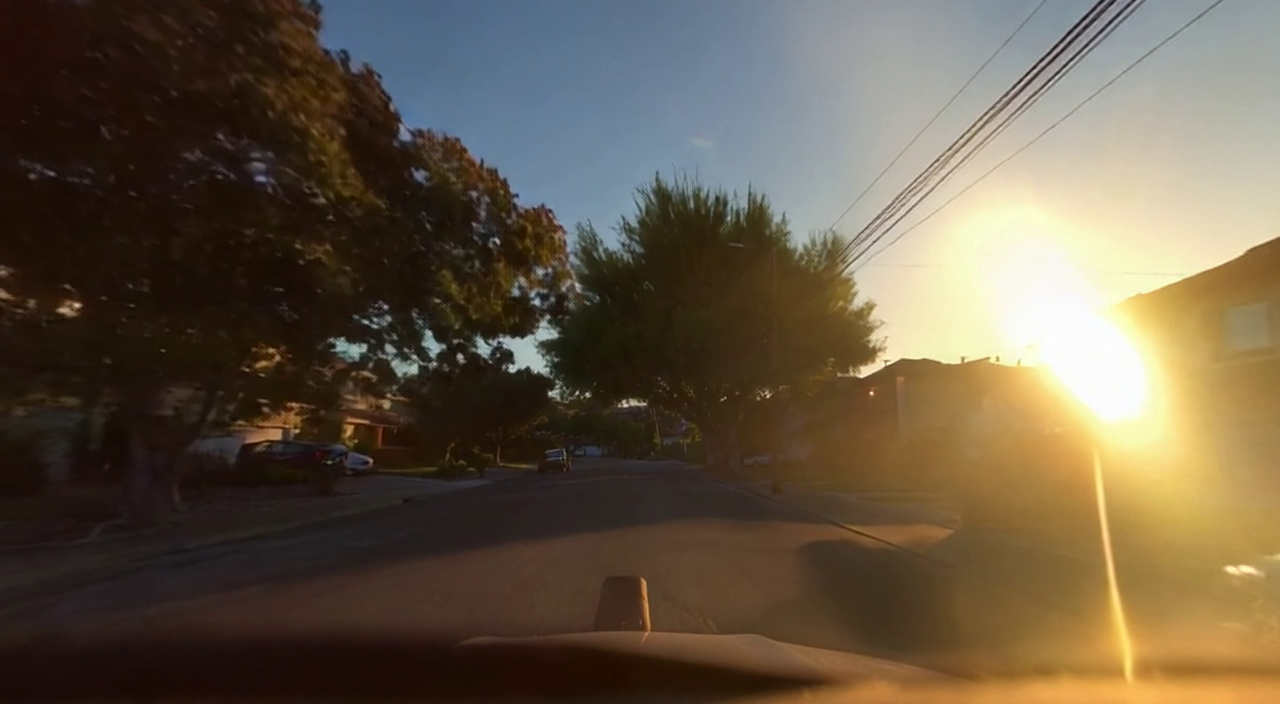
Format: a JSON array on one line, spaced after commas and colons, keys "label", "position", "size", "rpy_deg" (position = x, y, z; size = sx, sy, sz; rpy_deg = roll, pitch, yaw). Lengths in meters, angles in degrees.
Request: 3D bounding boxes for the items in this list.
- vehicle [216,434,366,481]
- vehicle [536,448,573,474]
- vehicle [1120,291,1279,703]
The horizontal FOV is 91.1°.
[{"label": "vehicle", "position": [-14.429, 4.392, 26.234], "size": [4.928, 1.844, 2.163], "rpy_deg": [0, -9, -3]}, {"label": "vehicle", "position": [-6.025, 7.742, 44.548], "size": [1.998, 1.742, 4.210], "rpy_deg": [0, -9, 1]}, {"label": "vehicle", "position": [3.161, 0.502, 0.183], "size": [2.122, 1.997, 4.800], "rpy_deg": [0, -9, -1]}]
